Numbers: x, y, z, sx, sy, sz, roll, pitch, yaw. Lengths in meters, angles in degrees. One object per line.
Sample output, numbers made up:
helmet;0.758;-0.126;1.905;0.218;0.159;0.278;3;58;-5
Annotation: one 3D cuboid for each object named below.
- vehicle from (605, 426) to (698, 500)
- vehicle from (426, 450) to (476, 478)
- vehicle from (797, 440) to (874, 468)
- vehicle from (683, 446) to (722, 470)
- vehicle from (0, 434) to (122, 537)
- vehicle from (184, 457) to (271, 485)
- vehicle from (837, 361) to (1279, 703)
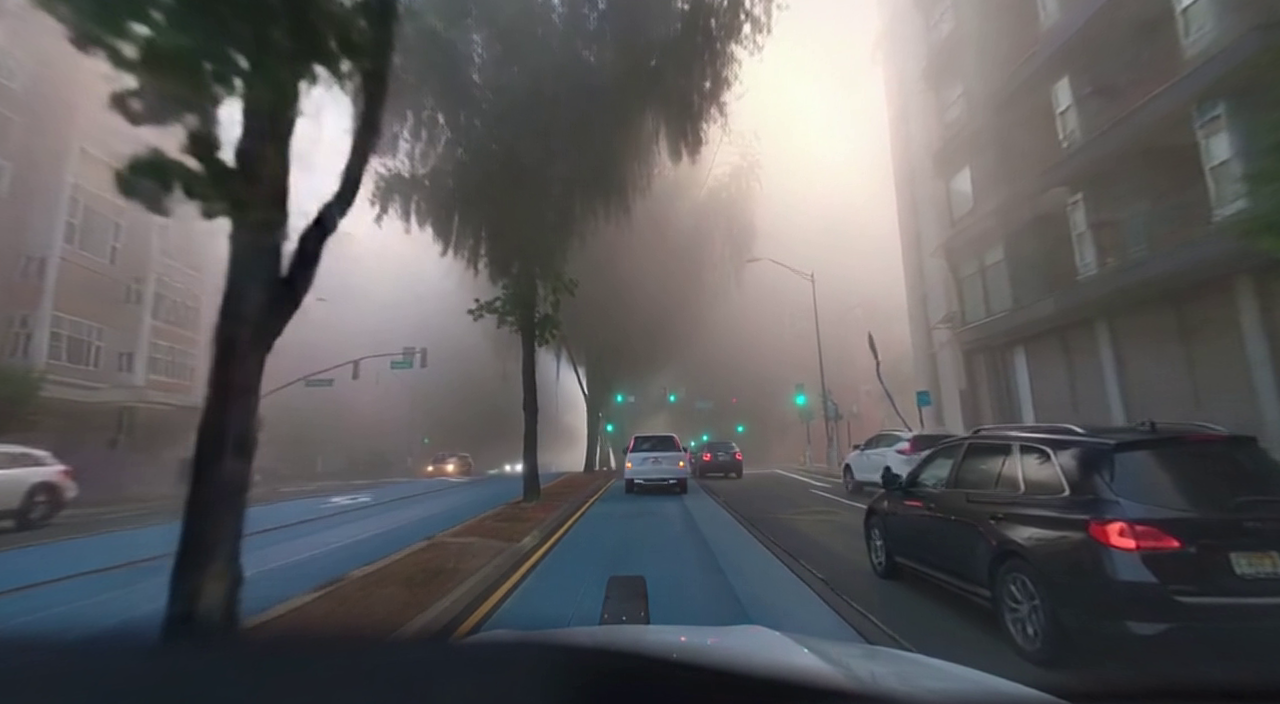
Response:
vehicle;0.292;2.956;17.146;2.209;1.748;4.130;0;-9;1
vehicle;-13.289;7.866;44.608;1.914;1.889;4.585;0;-9;2
vehicle;14.623;7.654;47.534;5.156;2.005;2.122;-1;-9;7
vehicle;3.888;6.651;39.767;2.045;1.465;4.355;0;-9;0
vehicle;-14.285;2.627;12.282;2.640;2.054;6.504;-1;-9;3
vehicle;-28.823;8.302;44.199;4.558;1.818;2.120;0;-9;1
vehicle;3.218;1.215;5.119;1.939;1.746;4.091;0;-9;1
